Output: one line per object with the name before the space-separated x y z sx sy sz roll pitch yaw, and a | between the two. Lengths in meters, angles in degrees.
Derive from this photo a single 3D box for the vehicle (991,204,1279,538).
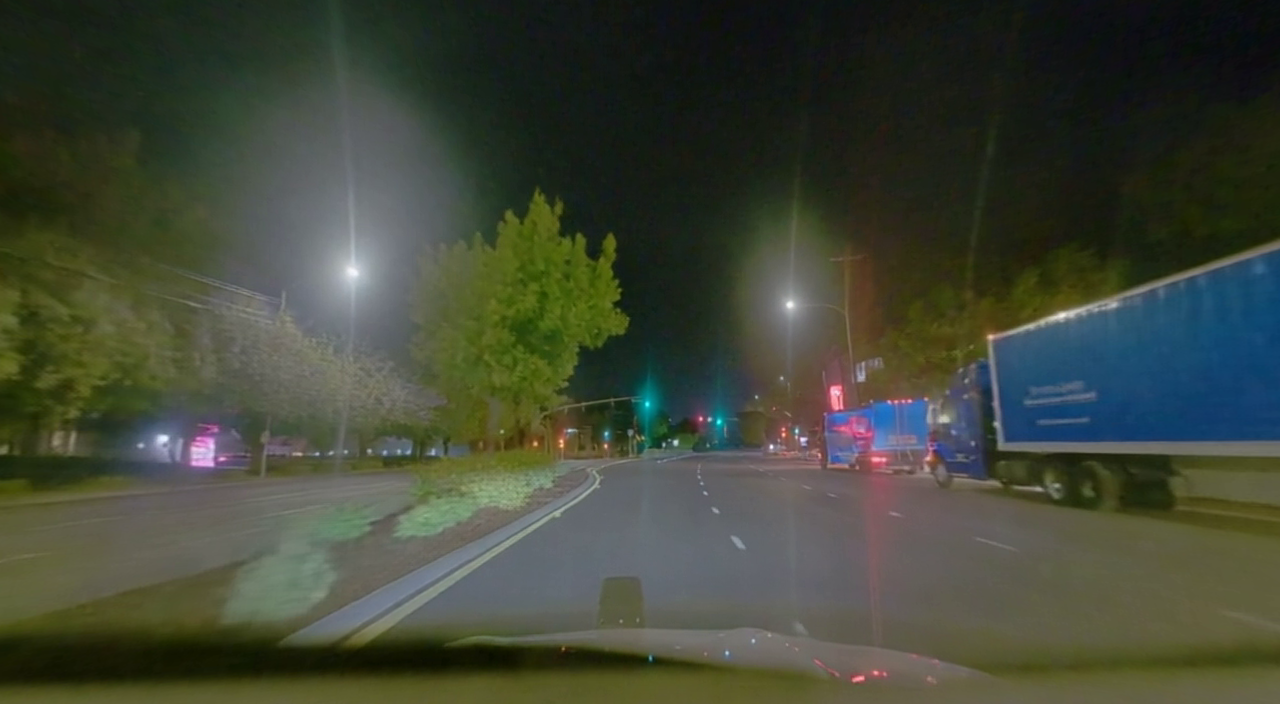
vehicle | 10.002 0.010 6.738 2.907 4.439 17.681 0 -8 2

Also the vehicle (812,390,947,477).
vehicle | 11.154 4.069 30.999 2.946 3.506 10.682 -1 -8 3
